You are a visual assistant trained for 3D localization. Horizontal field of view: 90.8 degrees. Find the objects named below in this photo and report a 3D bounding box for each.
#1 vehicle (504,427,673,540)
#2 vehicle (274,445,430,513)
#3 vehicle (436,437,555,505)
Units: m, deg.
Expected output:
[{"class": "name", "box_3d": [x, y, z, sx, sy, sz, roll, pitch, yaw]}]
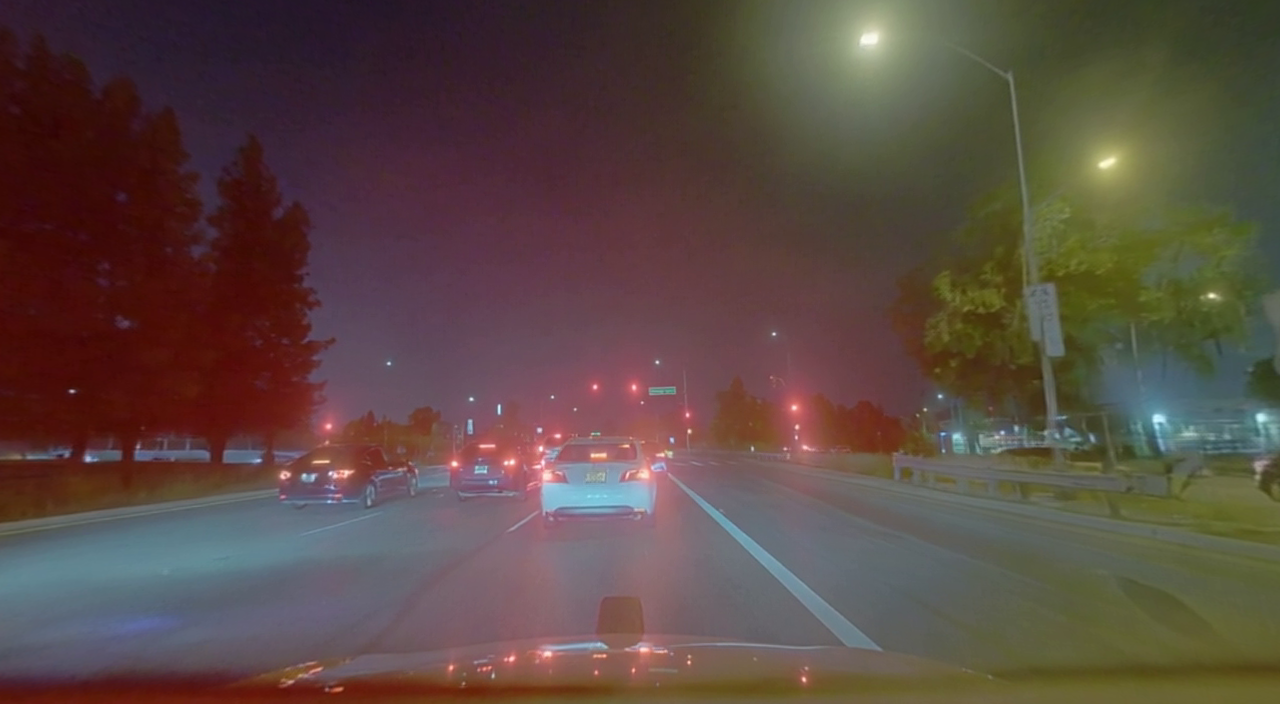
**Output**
[{"class": "vehicle", "box_3d": [-0.703, 2.075, 10.639, 2.231, 1.481, 4.489, 0, -9, -1]}, {"class": "vehicle", "box_3d": [-7.030, 3.111, 16.053, 1.852, 1.458, 4.422, 0, -9, 0]}, {"class": "vehicle", "box_3d": [-3.511, 2.979, 16.296, 1.920, 1.480, 4.549, 0, -9, 1]}]
